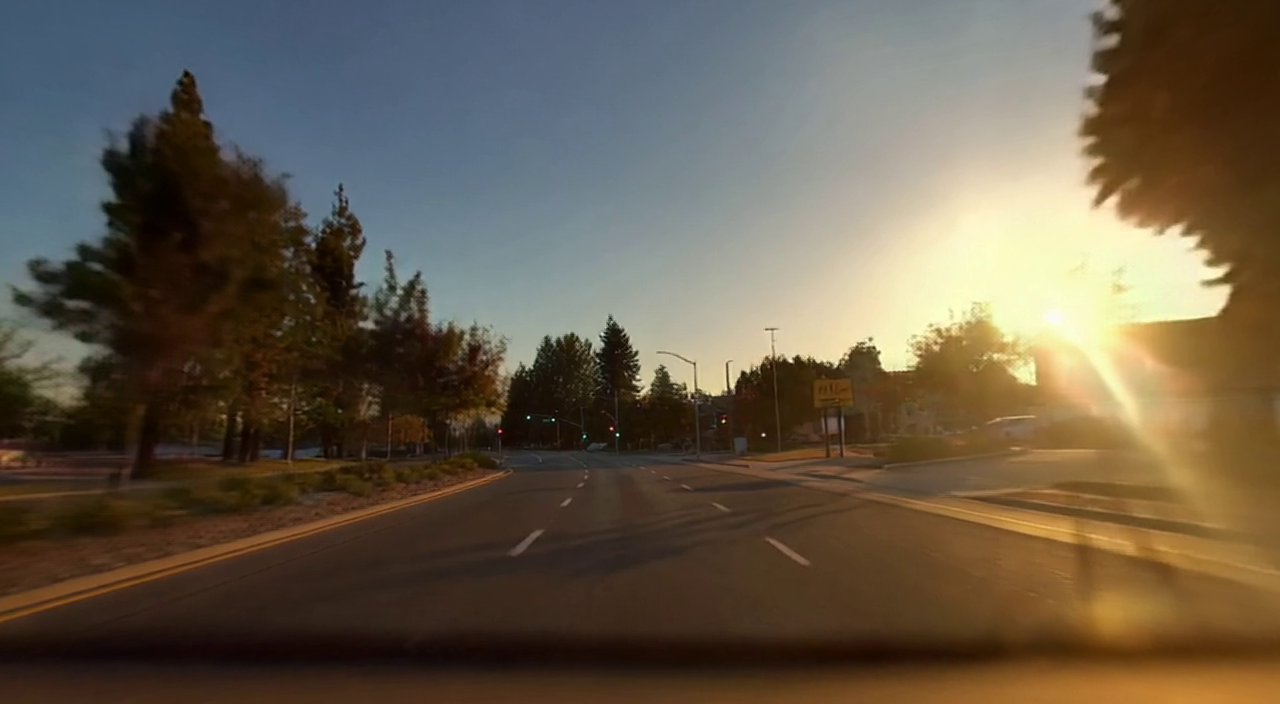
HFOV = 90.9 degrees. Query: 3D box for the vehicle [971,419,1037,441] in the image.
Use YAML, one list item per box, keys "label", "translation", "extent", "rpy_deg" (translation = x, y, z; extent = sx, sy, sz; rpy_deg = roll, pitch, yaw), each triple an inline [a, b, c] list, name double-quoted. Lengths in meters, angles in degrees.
- label: "vehicle"
  translation: [26.560, 5.722, 46.152]
  extent: [1.808, 1.485, 4.467]
  rpy_deg: [1, -8, -6]
